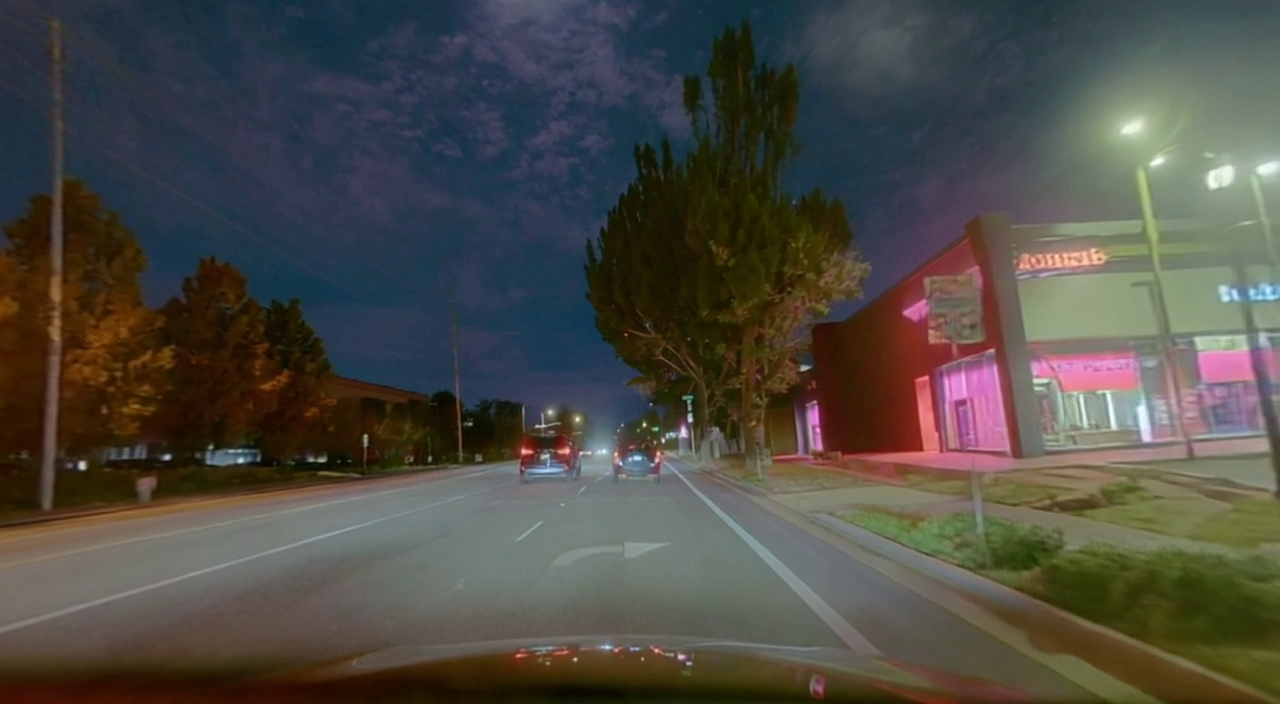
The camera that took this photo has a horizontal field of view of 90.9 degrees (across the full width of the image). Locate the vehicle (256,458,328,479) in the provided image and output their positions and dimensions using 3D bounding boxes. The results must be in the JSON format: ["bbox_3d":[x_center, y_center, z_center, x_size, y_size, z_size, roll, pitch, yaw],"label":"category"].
[{"bbox_3d":[-26.405,8.814,47.874,4.553,1.479,1.768,-1,-9,7],"label":"vehicle"}]

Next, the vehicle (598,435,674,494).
[{"bbox_3d":[-0.117,3.455,19.774,2.108,1.612,4.246,0,-8,0],"label":"vehicle"}]

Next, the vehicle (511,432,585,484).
[{"bbox_3d":[-3.525,4.183,25.212,2.064,1.859,5.154,0,-8,1],"label":"vehicle"}]
